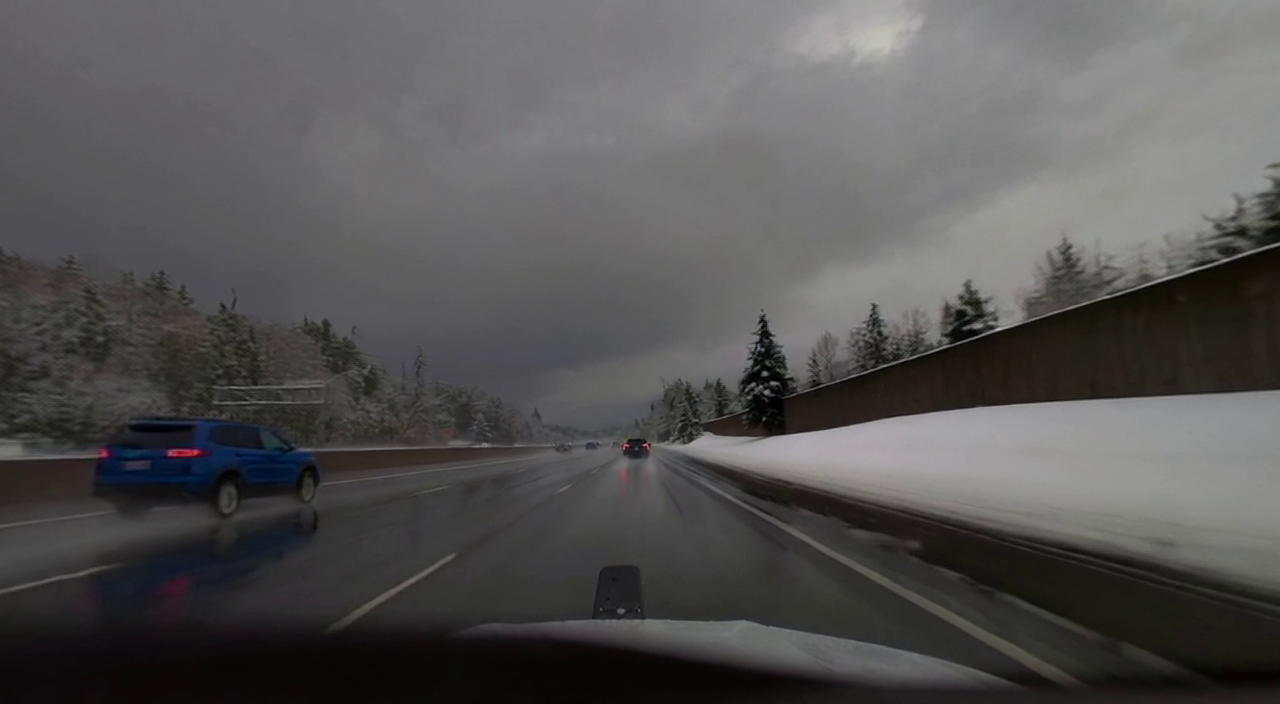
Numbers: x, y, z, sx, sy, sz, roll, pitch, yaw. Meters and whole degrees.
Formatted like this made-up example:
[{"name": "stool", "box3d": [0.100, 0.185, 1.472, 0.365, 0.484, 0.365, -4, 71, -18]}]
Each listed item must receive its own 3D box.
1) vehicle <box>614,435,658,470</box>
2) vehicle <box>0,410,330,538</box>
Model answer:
[{"name": "vehicle", "box3d": [-0.145, 5.196, 32.705, 2.141, 1.706, 4.065, 0, -8, 1]}, {"name": "vehicle", "box3d": [-7.616, 1.996, 10.882, 2.166, 1.705, 4.433, 0, -8, 1]}]
